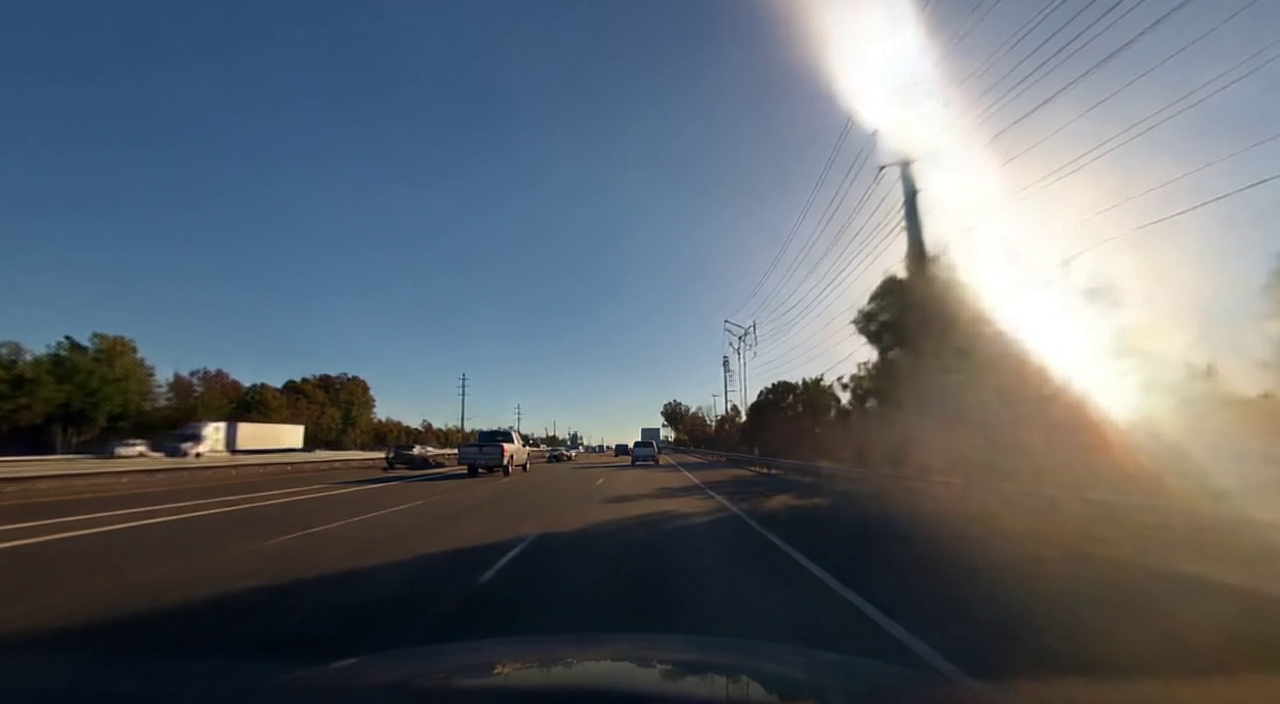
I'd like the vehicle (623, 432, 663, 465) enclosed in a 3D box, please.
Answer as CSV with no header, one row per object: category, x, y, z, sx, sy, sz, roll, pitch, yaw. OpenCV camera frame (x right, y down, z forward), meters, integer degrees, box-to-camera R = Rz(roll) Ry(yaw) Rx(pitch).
vehicle,0.254,6.353,41.591,2.448,2.025,5.193,0,-8,1

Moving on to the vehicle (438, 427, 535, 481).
vehicle,-6.312,4.306,27.000,2.460,1.992,6.474,0,-8,0
